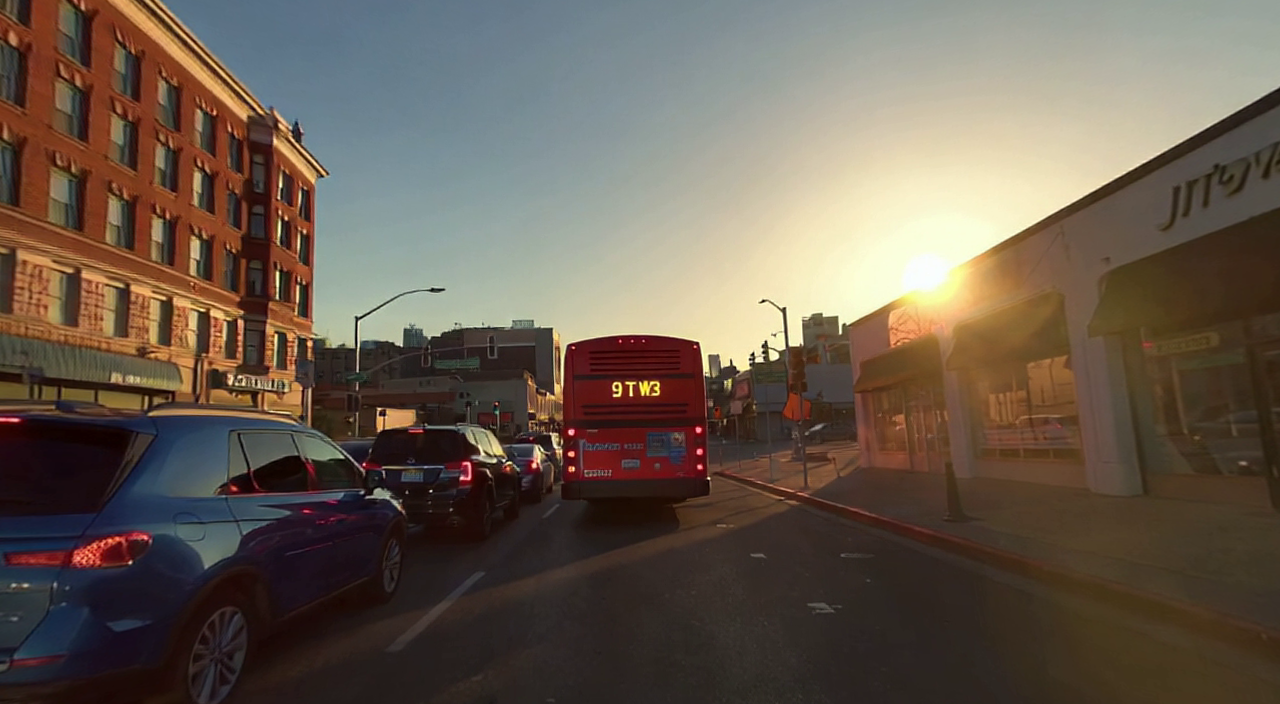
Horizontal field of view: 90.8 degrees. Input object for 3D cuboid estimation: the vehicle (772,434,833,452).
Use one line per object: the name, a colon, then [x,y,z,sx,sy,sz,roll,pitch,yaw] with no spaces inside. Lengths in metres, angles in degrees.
vehicle: [11.974,6.730,46.655,3.949,1.337,1.738,0,-9,-3]

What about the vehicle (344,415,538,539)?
vehicle: [-3.335,2.201,11.778,2.096,1.828,4.669,0,-8,0]

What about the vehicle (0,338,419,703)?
vehicle: [-3.212,1.094,3.987,2.020,1.725,4.384,0,-8,0]

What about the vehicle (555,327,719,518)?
vehicle: [-0.288,1.992,16.528,2.938,3.468,9.972,0,-8,-3]

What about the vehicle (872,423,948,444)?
vehicle: [20.163,6.099,47.223,4.827,1.555,1.863,1,-9,-6]
